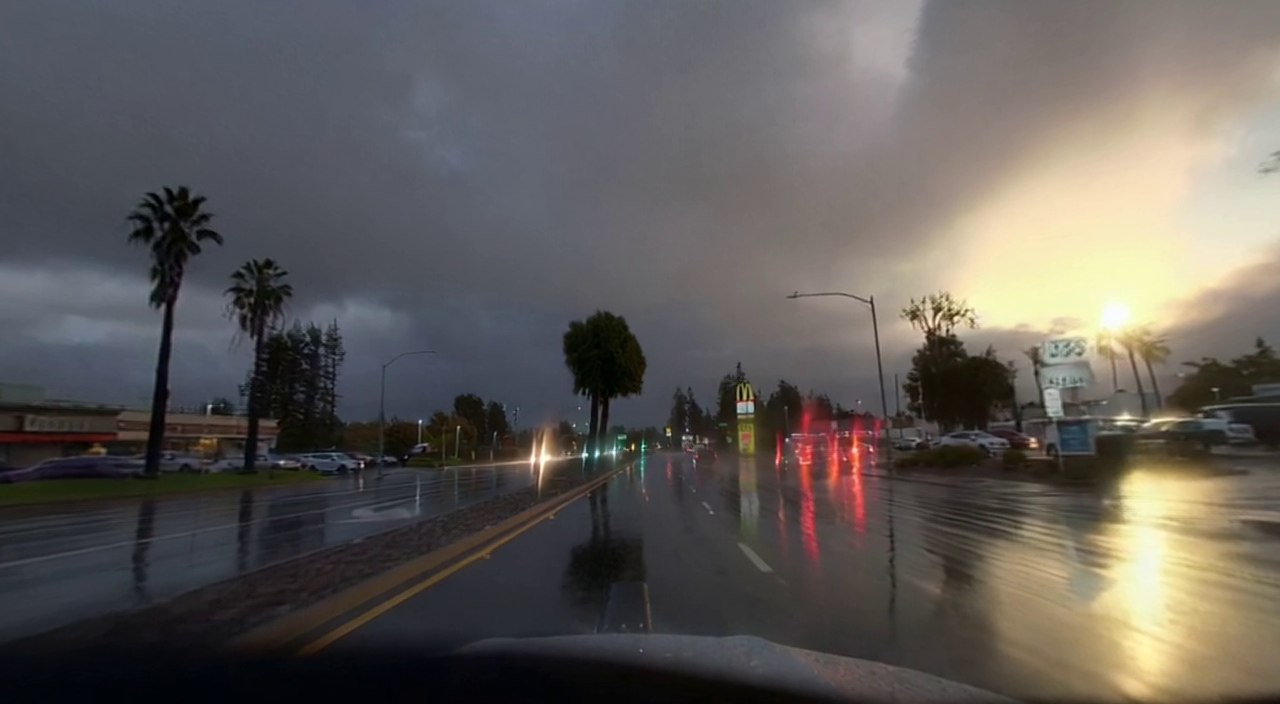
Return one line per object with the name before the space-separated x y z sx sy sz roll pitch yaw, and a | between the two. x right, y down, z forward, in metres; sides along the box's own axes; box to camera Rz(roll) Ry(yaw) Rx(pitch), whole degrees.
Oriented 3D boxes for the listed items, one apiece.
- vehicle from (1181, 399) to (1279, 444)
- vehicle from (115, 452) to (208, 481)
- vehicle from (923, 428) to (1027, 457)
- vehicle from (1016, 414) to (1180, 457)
vehicle | 31.356 3.535 31.670 6.052 2.013 2.331 0 -10 2
vehicle | -27.833 6.661 36.871 2.067 1.563 4.043 0 -9 3
vehicle | 18.725 5.112 35.431 4.691 1.545 1.900 -1 -9 5
vehicle | 19.312 3.562 26.836 5.123 1.730 2.183 0 -9 3
